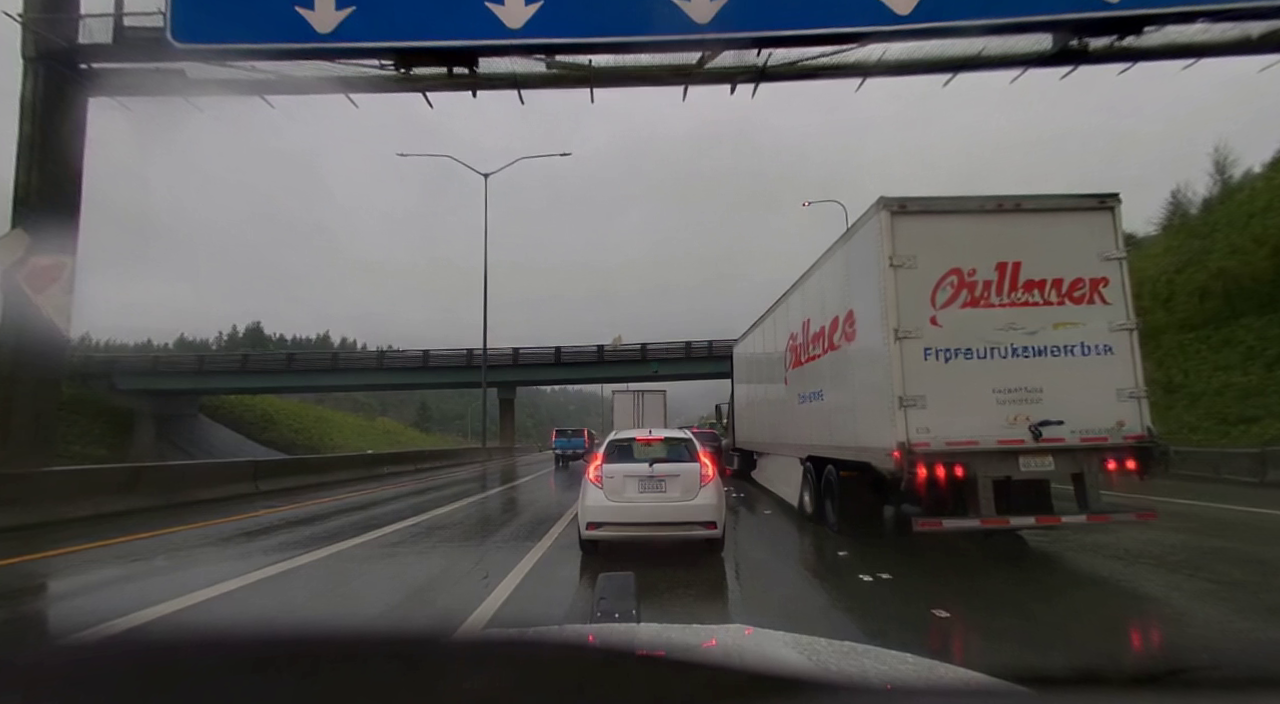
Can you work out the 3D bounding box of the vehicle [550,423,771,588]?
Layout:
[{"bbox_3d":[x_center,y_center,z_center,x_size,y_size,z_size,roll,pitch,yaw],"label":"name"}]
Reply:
[{"bbox_3d":[0.174,1.682,7.700,2.045,1.490,3.597,-1,-8,0],"label":"vehicle"}]

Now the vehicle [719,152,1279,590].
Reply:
[{"bbox_3d":[4.184,1.073,12.959,2.827,4.081,14.305,0,-8,-2],"label":"vehicle"}]

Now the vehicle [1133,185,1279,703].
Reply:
[{"bbox_3d":[4.734,0.109,0.631,2.892,2.615,6.650,0,-8,-2],"label":"vehicle"}]
